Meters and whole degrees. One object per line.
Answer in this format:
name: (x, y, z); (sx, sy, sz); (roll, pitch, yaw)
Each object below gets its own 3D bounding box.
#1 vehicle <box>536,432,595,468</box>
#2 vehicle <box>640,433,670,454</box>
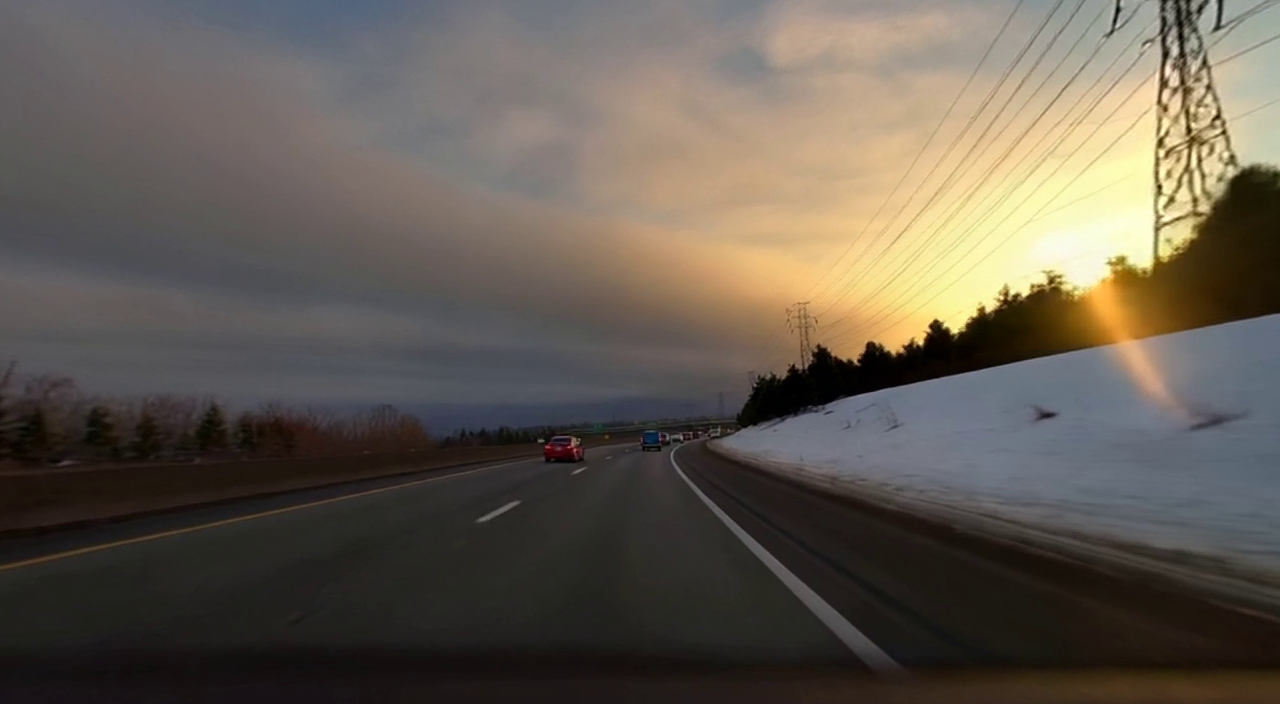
vehicle: (-3.345, 4.471, 29.042); (2.030, 1.522, 4.250); (0, -8, 2)
vehicle: (1.185, 6.902, 47.515); (2.077, 1.523, 4.206); (0, -8, 3)
